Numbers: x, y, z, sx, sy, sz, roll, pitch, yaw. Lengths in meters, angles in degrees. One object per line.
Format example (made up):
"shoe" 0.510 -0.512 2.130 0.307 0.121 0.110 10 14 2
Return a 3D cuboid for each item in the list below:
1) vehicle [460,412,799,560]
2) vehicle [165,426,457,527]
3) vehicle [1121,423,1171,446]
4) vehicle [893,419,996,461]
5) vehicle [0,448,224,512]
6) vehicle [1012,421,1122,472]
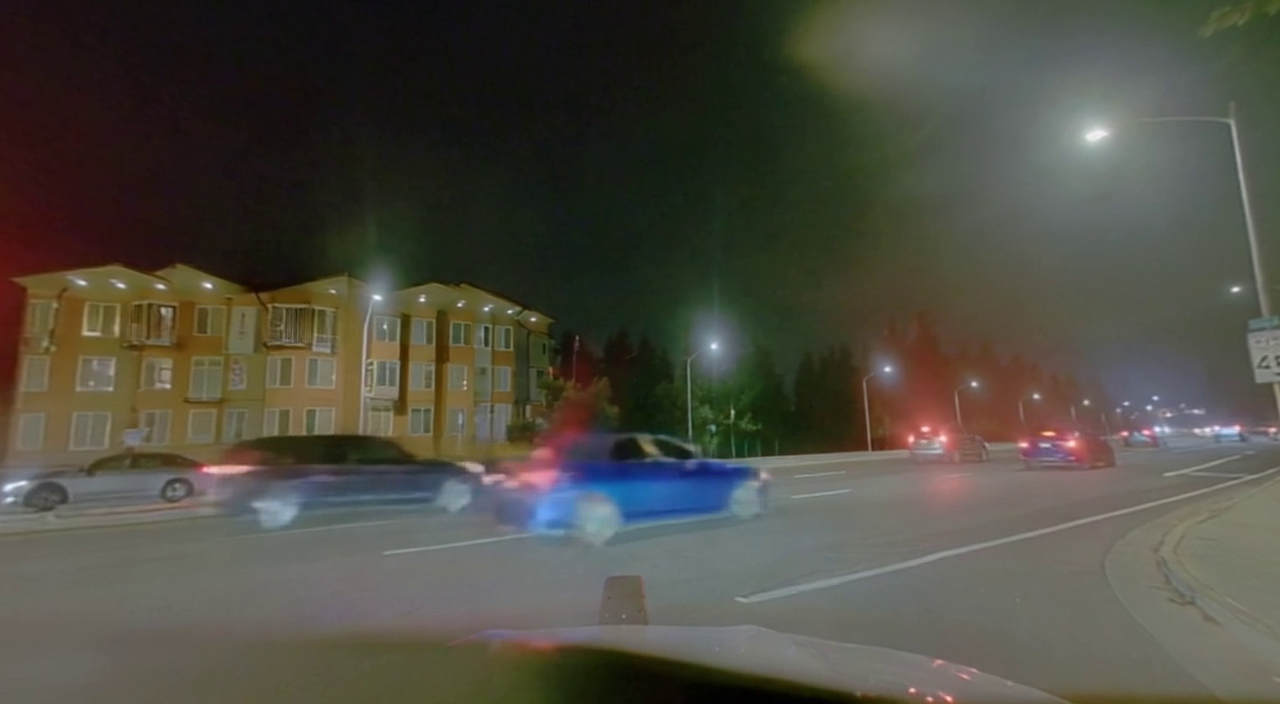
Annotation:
"vehicle" 0.037 1.855 9.559 4.783 1.652 2.199 7 -11 -41
"vehicle" -6.496 2.416 12.870 4.846 1.662 1.989 7 -11 -40
"vehicle" 38.622 6.339 48.095 4.683 1.678 1.981 7 -11 -40
"vehicle" 15.303 4.401 31.546 5.994 1.898 2.264 7 -11 -40
"vehicle" -13.600 3.254 16.423 4.289 1.415 1.774 7 -13 -41
"vehicle" 15.312 3.361 22.549 4.438 1.625 2.033 7 -11 -40
